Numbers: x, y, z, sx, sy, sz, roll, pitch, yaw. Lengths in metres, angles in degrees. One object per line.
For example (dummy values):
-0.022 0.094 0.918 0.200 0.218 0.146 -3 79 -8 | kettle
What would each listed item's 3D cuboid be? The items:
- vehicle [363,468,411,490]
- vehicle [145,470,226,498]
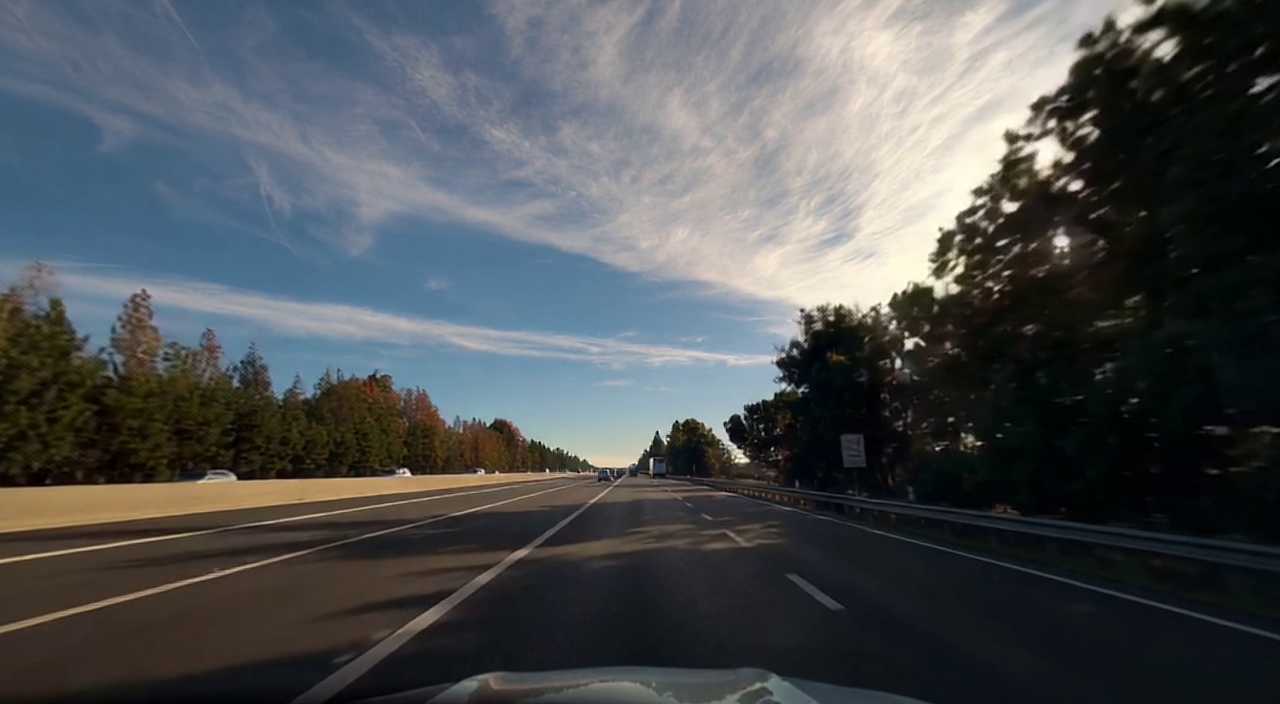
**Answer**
-19.009 9.558 47.571 1.803 1.508 4.279 1 -10 0 | vehicle
-26.628 7.730 37.093 1.774 1.541 3.989 1 -10 0 | vehicle
